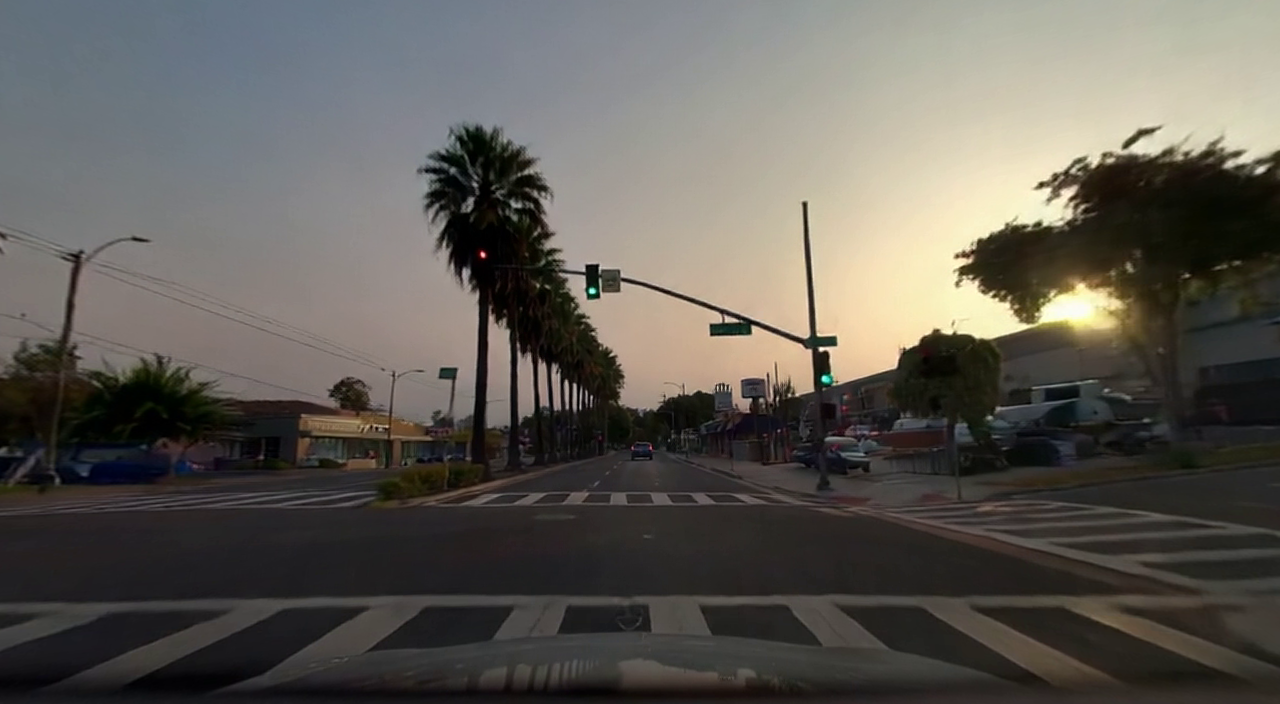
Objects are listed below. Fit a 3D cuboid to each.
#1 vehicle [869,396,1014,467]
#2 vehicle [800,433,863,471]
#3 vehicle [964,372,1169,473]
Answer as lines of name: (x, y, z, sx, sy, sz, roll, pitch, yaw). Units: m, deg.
vehicle: (16.060, 4.500, 34.731, 2.814, 3.328, 10.467, 0, -9, 0)
vehicle: (9.704, 5.138, 32.166, 1.655, 1.820, 3.969, 0, -10, -5)
vehicle: (15.787, 2.868, 24.262, 3.161, 3.209, 7.934, -1, -9, 8)
